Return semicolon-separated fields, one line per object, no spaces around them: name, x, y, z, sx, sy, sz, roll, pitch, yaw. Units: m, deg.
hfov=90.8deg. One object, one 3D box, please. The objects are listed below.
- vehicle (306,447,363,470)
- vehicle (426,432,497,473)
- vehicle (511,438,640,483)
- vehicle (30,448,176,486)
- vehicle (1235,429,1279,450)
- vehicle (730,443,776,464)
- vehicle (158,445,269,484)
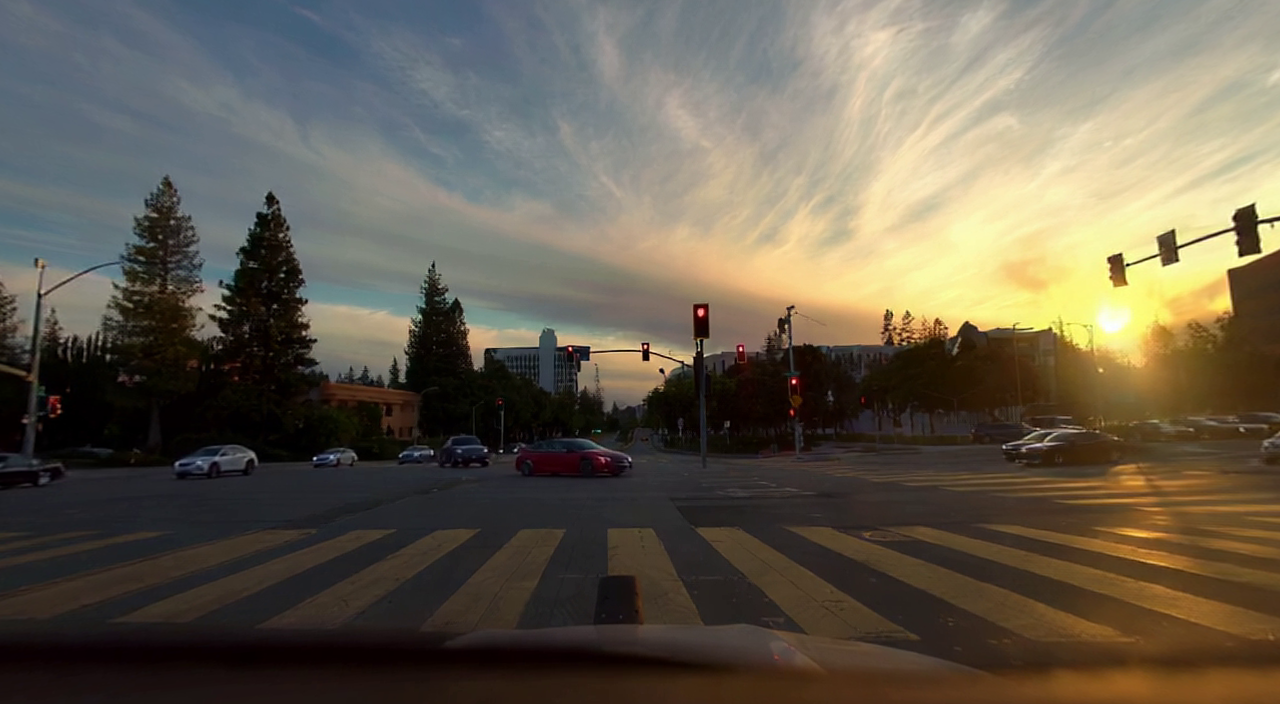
vehicle;-23.227;8.085;48.199;2.041;1.642;4.628;0;-8;0
vehicle;-9.061;5.045;31.846;2.017;1.877;4.767;5;-10;-33
vehicle;-2.454;3.982;23.442;4.532;1.467;2.135;-7;-11;38
vehicle;-28.555;6.084;33.874;2.901;1.827;5.034;-3;-9;18
vehicle;45.671;6.270;45.256;1.786;1.412;4.330;0;-9;0
vehicle;8.289;7.471;46.740;2.133;1.437;4.420;1;-9;-6
vehicle;-19.562;5.140;29.266;1.924;1.656;4.593;0;-9;0
